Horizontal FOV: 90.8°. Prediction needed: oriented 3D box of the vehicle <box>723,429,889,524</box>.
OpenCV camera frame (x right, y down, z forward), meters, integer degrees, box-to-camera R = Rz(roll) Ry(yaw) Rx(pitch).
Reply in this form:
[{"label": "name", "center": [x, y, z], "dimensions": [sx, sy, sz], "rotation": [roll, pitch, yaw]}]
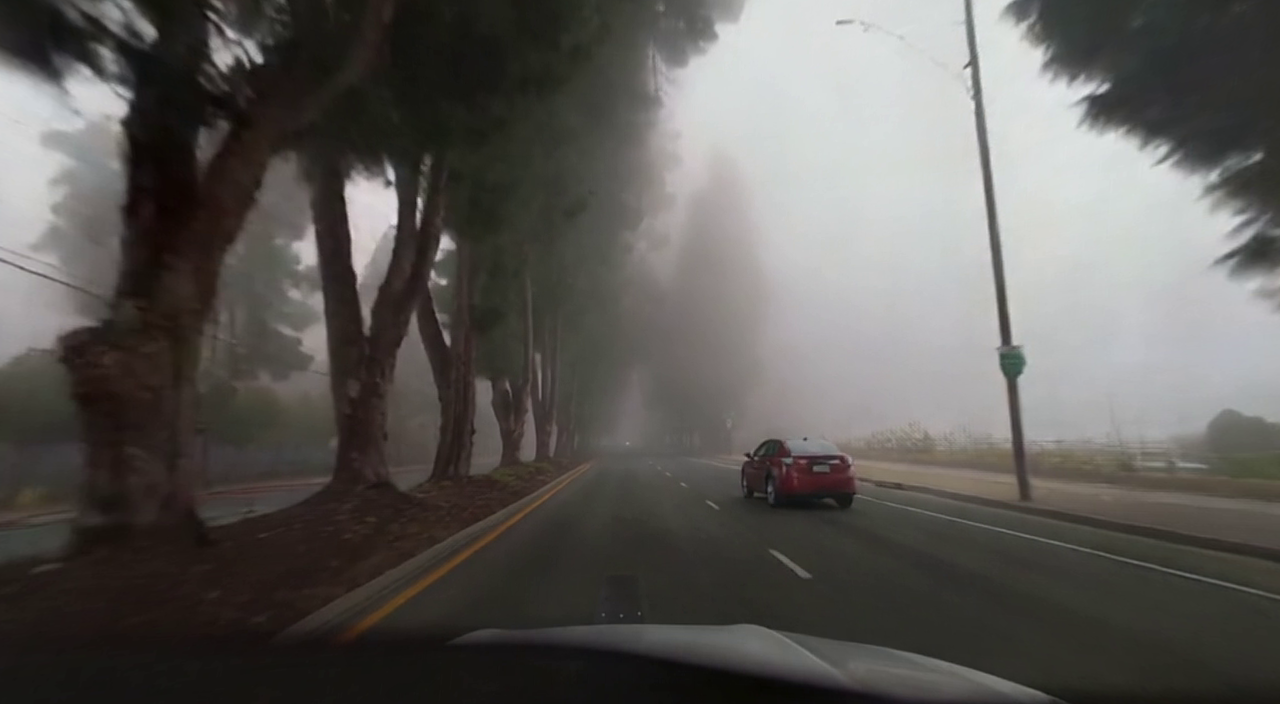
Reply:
[{"label": "vehicle", "center": [2.996, 2.354, 12.478], "dimensions": [1.985, 1.529, 4.316], "rotation": [0, -8, -2]}]
